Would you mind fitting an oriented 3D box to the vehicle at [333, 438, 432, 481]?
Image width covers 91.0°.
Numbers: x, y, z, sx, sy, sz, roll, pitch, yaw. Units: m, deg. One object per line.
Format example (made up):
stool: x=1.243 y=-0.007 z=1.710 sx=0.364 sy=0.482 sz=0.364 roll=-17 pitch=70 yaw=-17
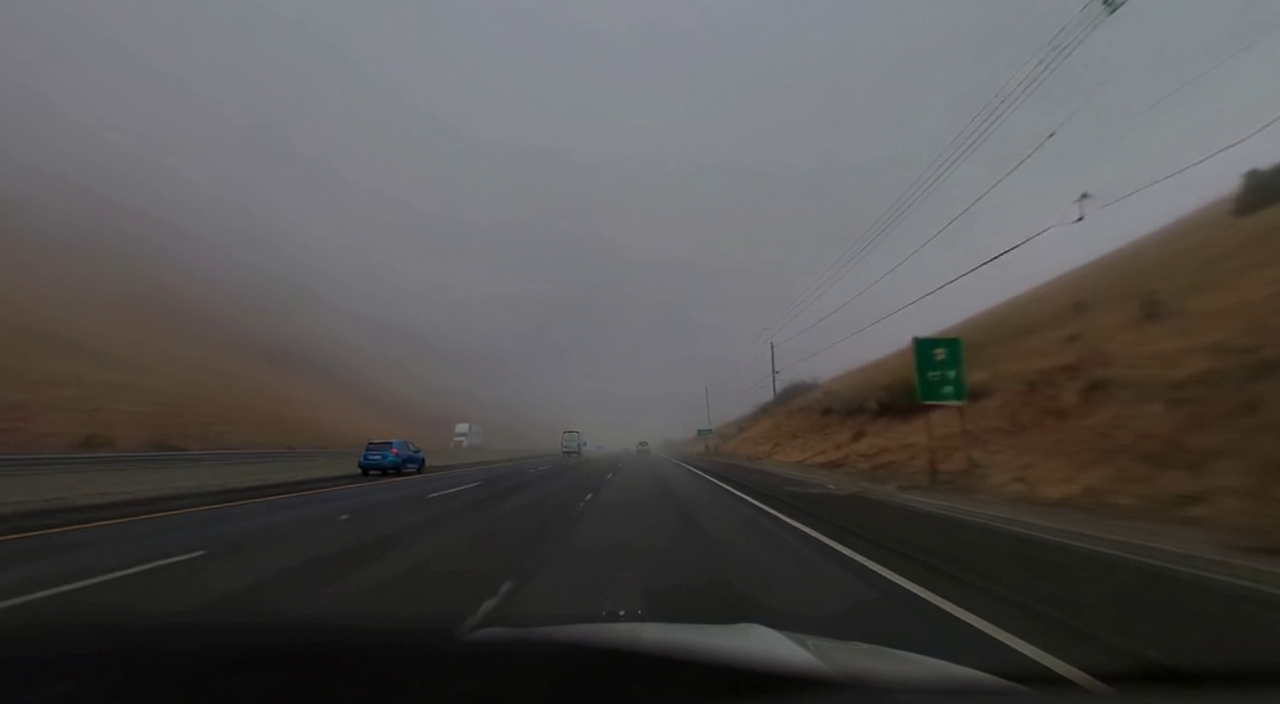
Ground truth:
vehicle: x=-10.351 y=4.359 z=25.762 sx=1.971 sy=1.558 sz=4.847 roll=0 pitch=-8 yaw=0
